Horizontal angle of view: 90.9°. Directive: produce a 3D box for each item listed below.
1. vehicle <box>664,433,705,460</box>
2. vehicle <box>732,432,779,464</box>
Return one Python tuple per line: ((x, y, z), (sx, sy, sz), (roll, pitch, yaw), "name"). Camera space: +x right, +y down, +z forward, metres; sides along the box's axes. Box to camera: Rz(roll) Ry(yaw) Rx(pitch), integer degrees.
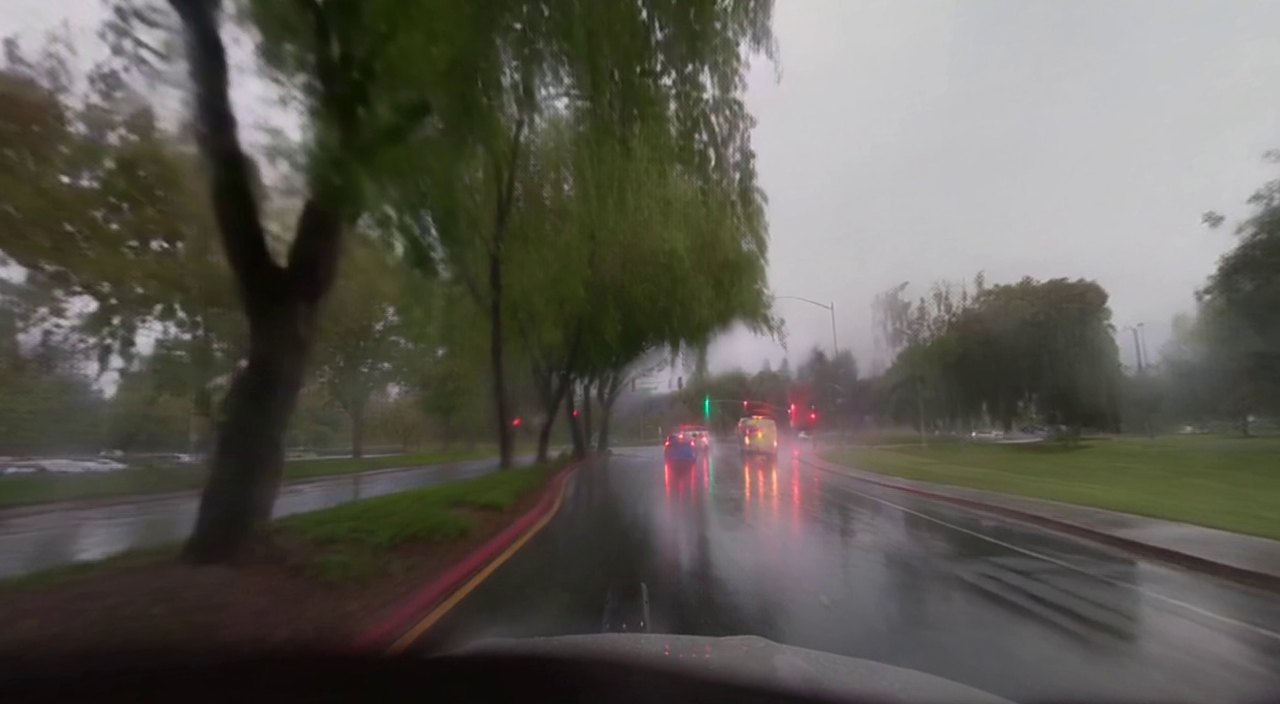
((2.673, 5.557, 36.997), (2.066, 1.482, 4.273), (-1, -8, 8), "vehicle")
((5.776, 4.893, 32.073), (1.989, 1.497, 4.436), (-1, -8, 6), "vehicle")
